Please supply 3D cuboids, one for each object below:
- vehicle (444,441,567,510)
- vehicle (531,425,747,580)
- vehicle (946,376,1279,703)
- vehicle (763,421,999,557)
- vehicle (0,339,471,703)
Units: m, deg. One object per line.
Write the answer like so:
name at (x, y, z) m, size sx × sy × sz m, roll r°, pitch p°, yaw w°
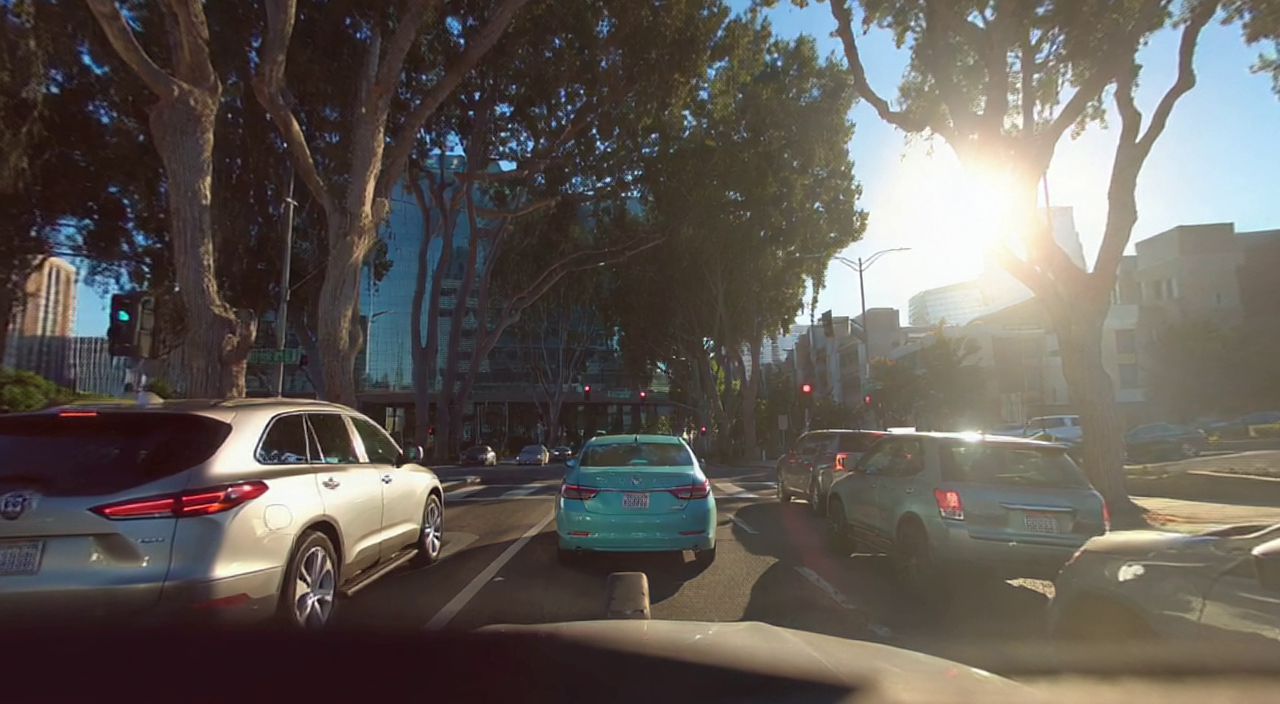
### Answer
vehicle at (-3.059, 2.905, 15.318) m, size 1.975 × 1.420 × 4.196 m, roll -1°, pitch -8°, yaw 1°
vehicle at (-0.035, 1.799, 8.328) m, size 2.147 × 1.507 × 3.953 m, roll 0°, pitch -8°, yaw -1°
vehicle at (3.318, 0.963, 2.835) m, size 1.899 × 1.588 × 3.888 m, roll 0°, pitch -9°, yaw 0°
vehicle at (3.410, 2.023, 10.031) m, size 2.040 × 1.647 × 4.379 m, roll 0°, pitch -9°, yaw 1°
vehicle at (-3.144, 1.160, 5.059) m, size 2.168 × 1.750 × 4.625 m, roll -1°, pitch -8°, yaw 1°
